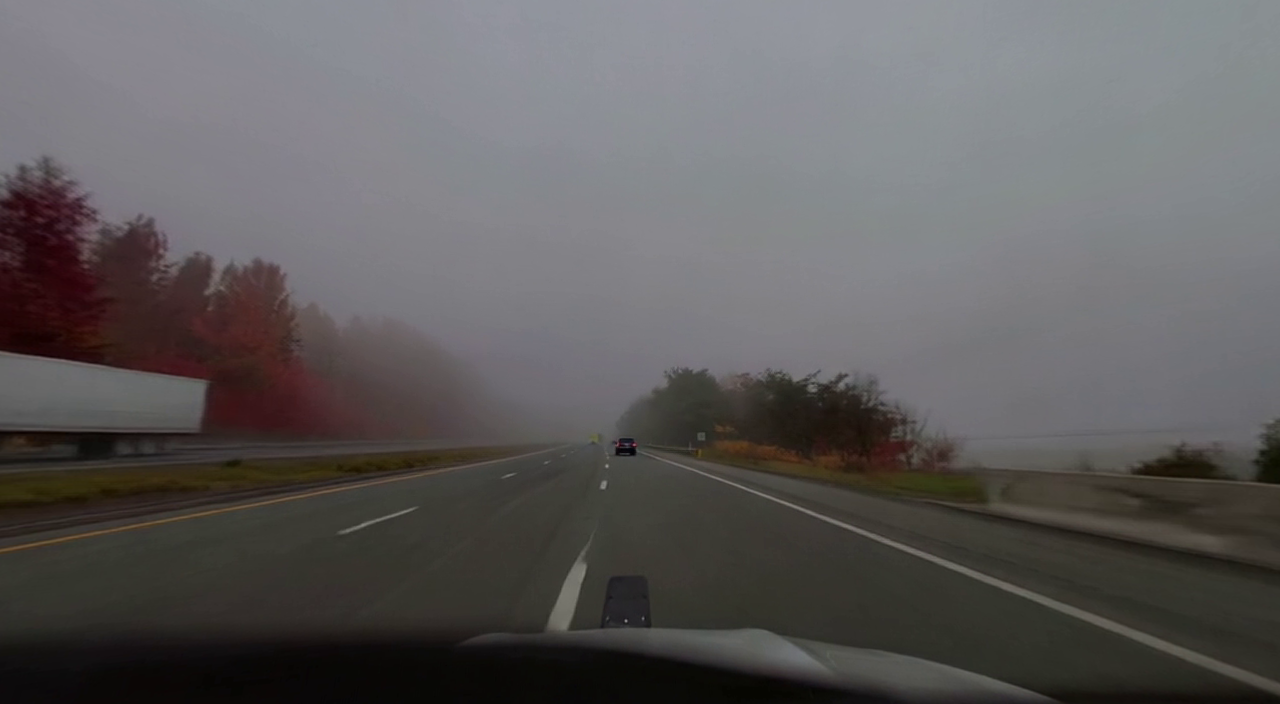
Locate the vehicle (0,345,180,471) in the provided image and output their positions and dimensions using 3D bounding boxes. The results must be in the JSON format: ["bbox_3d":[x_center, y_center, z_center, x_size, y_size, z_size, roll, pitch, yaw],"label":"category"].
[{"bbox_3d":[-22.332,1.952,21.353,3.012,4.071,14.519,0,-8,-3],"label":"vehicle"}]
